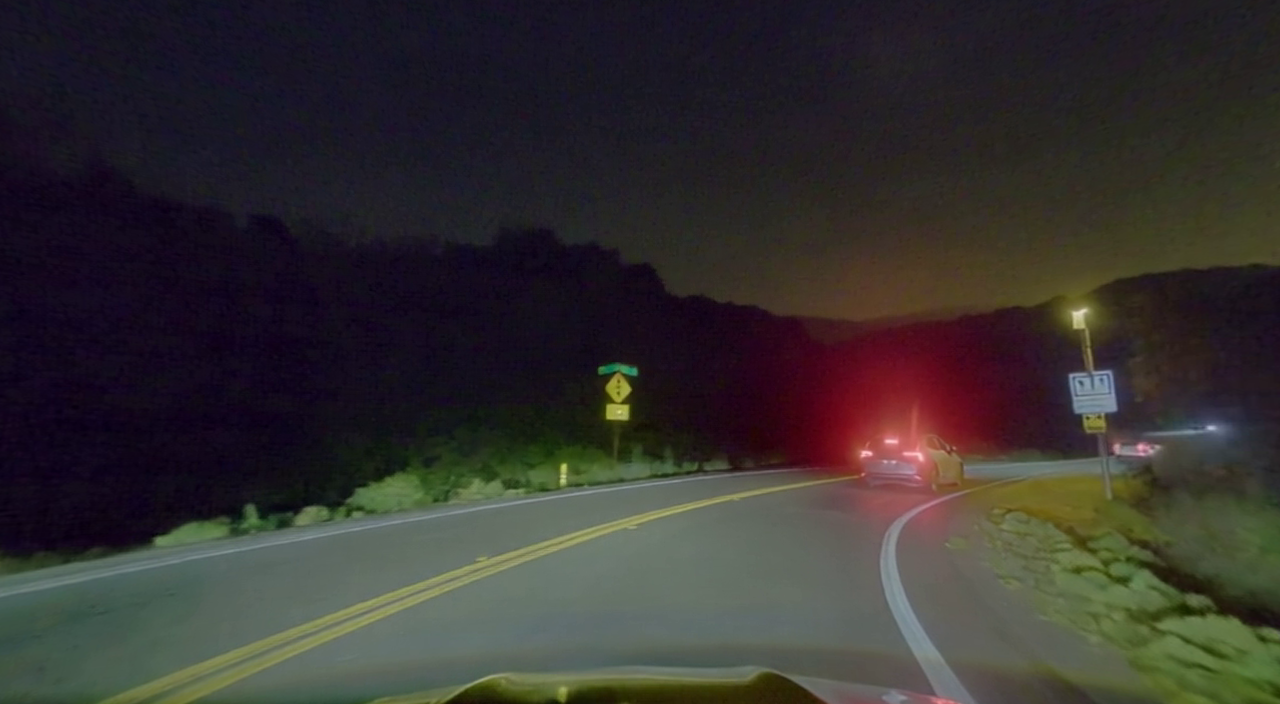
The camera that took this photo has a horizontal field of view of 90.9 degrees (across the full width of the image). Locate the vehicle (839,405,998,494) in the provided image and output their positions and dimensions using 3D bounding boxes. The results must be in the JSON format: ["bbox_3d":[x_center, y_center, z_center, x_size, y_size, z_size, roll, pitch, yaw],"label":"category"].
[{"bbox_3d":[7.697,2.608,17.026,2.500,1.961,5.637,-7,-11,38],"label":"vehicle"}]
